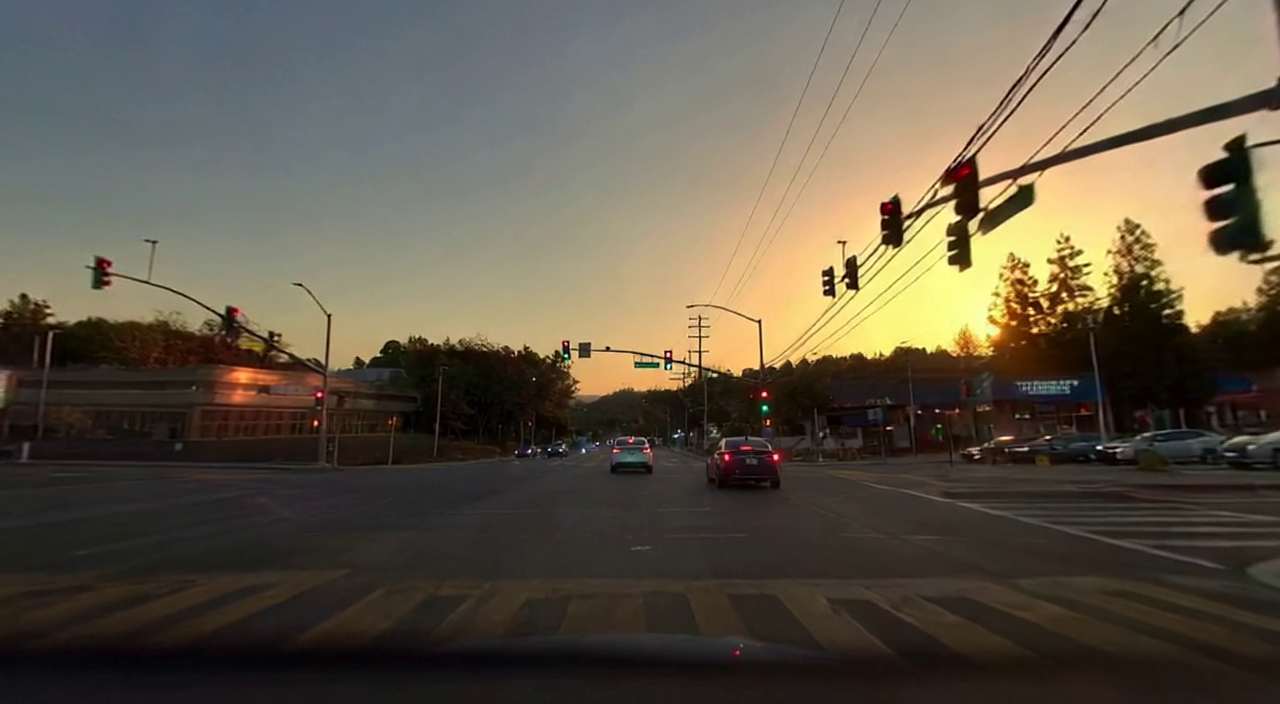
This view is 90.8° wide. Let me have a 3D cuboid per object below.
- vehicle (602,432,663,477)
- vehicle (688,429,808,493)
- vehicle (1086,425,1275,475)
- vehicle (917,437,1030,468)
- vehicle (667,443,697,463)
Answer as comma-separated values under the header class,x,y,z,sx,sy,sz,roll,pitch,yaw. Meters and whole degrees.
class,x,y,z,sx,sy,sz,roll,pitch,yaw
vehicle,-0.275,3.751,23.353,2.065,1.484,3.894,0,-8,-1
vehicle,2.663,2.837,16.807,2.208,1.436,4.542,0,-8,-2
vehicle,17.419,3.174,20.514,4.436,1.503,1.844,0,-8,-2
vehicle,17.067,5.152,32.479,4.749,1.465,1.938,0,-8,-3
vehicle,3.250,7.893,49.568,1.971,1.477,4.121,0,-8,-1
